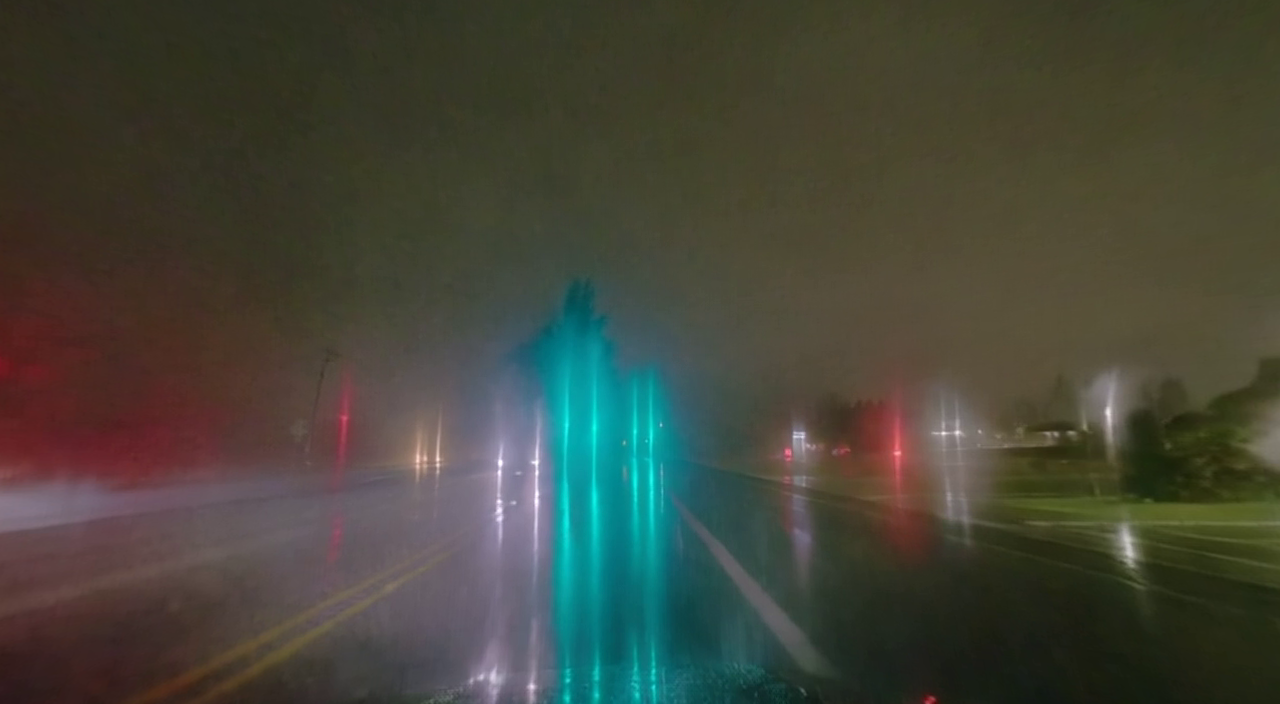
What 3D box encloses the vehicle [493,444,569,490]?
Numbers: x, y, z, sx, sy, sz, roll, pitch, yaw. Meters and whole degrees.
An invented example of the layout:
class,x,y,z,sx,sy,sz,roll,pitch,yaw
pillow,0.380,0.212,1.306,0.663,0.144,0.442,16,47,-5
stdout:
class,x,y,z,sx,sy,sz,roll,pitch,yaw
vehicle,-3.887,4.156,23.124,1.722,1.523,3.736,-1,-9,7
